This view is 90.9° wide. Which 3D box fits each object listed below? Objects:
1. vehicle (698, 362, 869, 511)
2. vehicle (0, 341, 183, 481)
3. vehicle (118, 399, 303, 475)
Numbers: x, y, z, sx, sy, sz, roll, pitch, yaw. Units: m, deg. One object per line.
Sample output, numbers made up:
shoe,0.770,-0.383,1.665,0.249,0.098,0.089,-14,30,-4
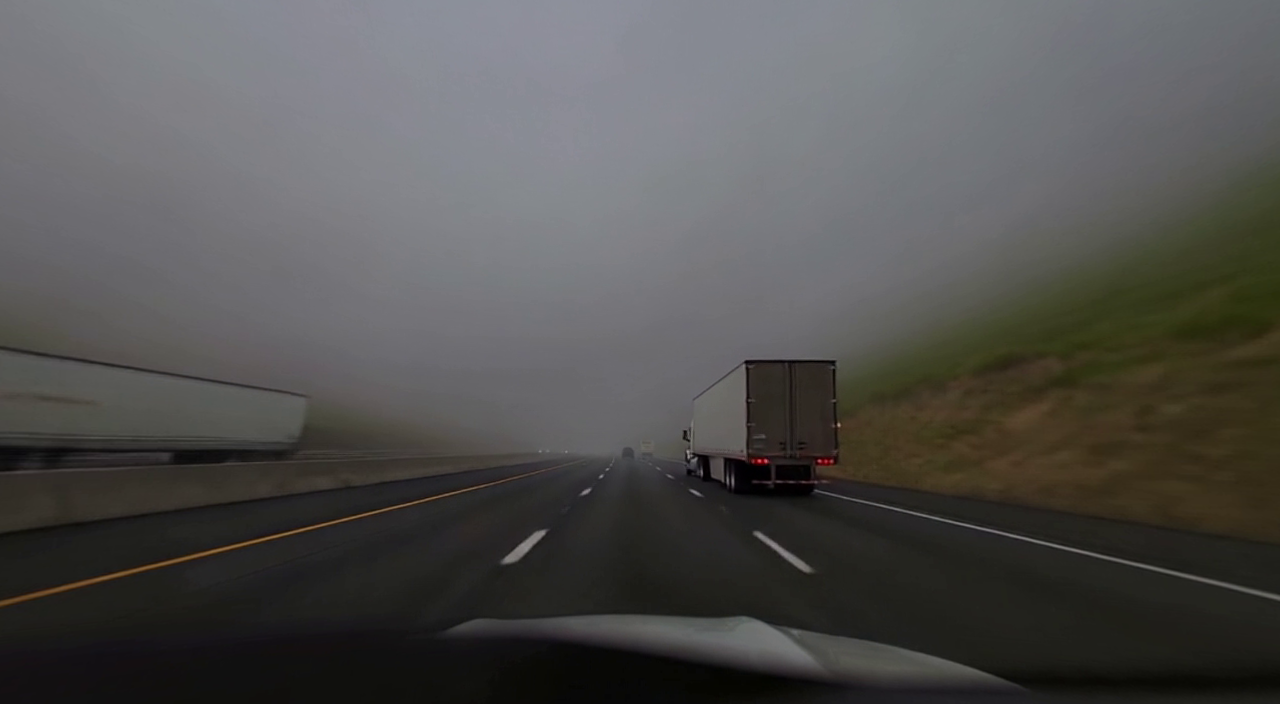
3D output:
vehicle,3.991,2.939,21.139,2.876,3.586,11.726,0,-9,0
vehicle,-19.210,1.906,19.158,2.902,3.820,10.263,0,-9,0
vehicle,-19.373,4.037,29.364,2.867,3.043,8.226,0,-9,-1
